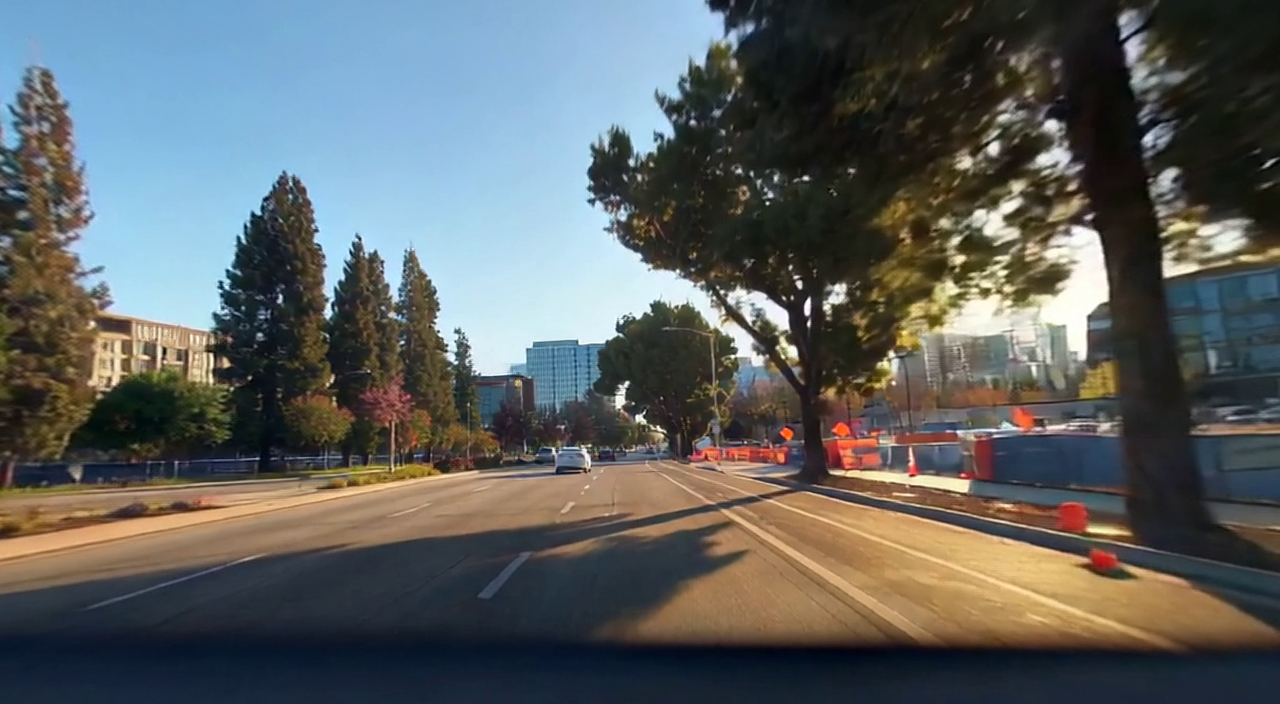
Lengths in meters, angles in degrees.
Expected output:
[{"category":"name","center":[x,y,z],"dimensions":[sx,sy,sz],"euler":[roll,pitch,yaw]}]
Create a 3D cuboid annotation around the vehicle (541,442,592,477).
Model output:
[{"category":"vehicle","center":[-3.651,5.421,32.088],"dimensions":[2.121,1.654,3.993],"euler":[0,-8,0]}]
